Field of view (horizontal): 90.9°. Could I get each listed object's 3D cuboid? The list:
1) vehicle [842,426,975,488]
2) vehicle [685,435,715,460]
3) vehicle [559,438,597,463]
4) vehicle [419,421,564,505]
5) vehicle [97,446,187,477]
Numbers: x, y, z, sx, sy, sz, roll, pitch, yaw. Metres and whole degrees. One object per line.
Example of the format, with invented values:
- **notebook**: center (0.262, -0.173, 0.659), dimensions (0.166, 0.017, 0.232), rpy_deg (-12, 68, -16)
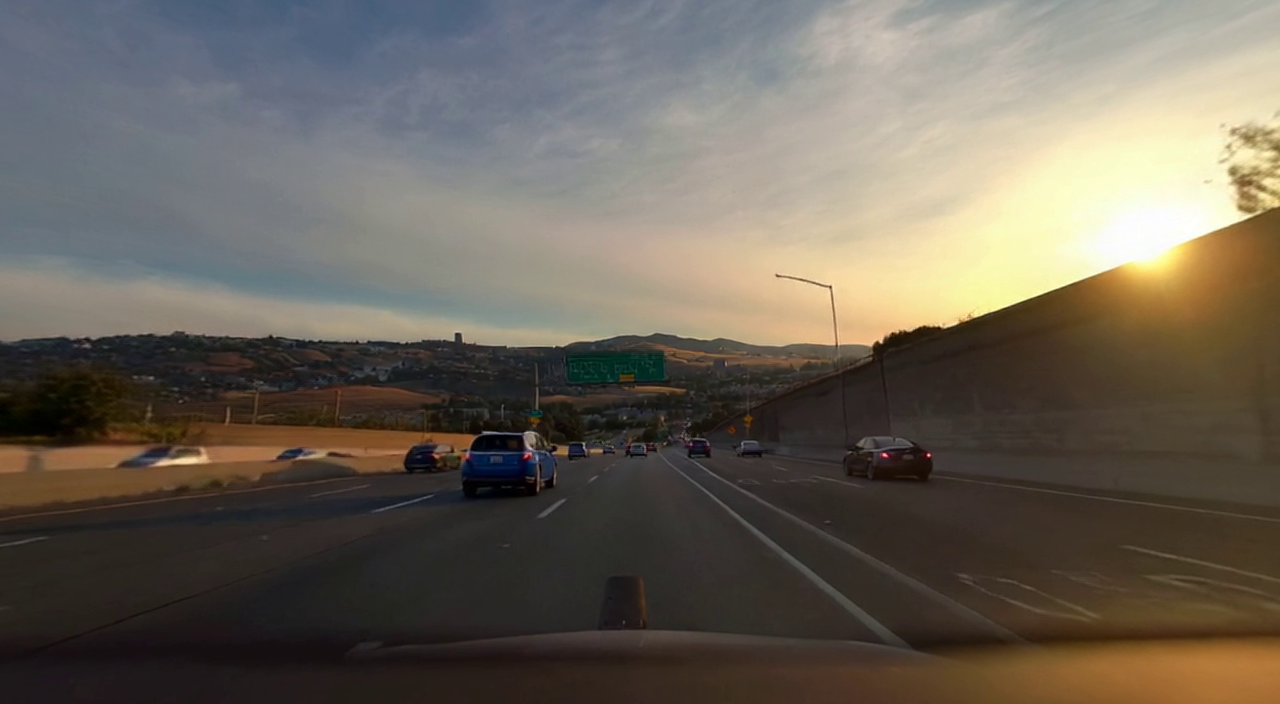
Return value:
- **vehicle**: center (7.988, 3.171, 19.333), dimensions (2.122, 1.646, 4.491), rpy_deg (0, -8, 0)
- **vehicle**: center (4.668, 7.487, 49.346), dimensions (2.172, 1.824, 5.031), rpy_deg (-1, -8, 4)
- **vehicle**: center (-4.500, 7.214, 46.325), dimensions (2.076, 1.730, 4.537), rpy_deg (-1, -8, 3)
- **vehicle**: center (-3.385, 2.676, 15.666), dimensions (2.210, 1.730, 5.133), rpy_deg (-1, -8, 2)
- **vehicle**: center (-27.073, 5.941, 34.464), dimensions (1.705, 1.520, 3.769), rpy_deg (-1, -8, 2)
